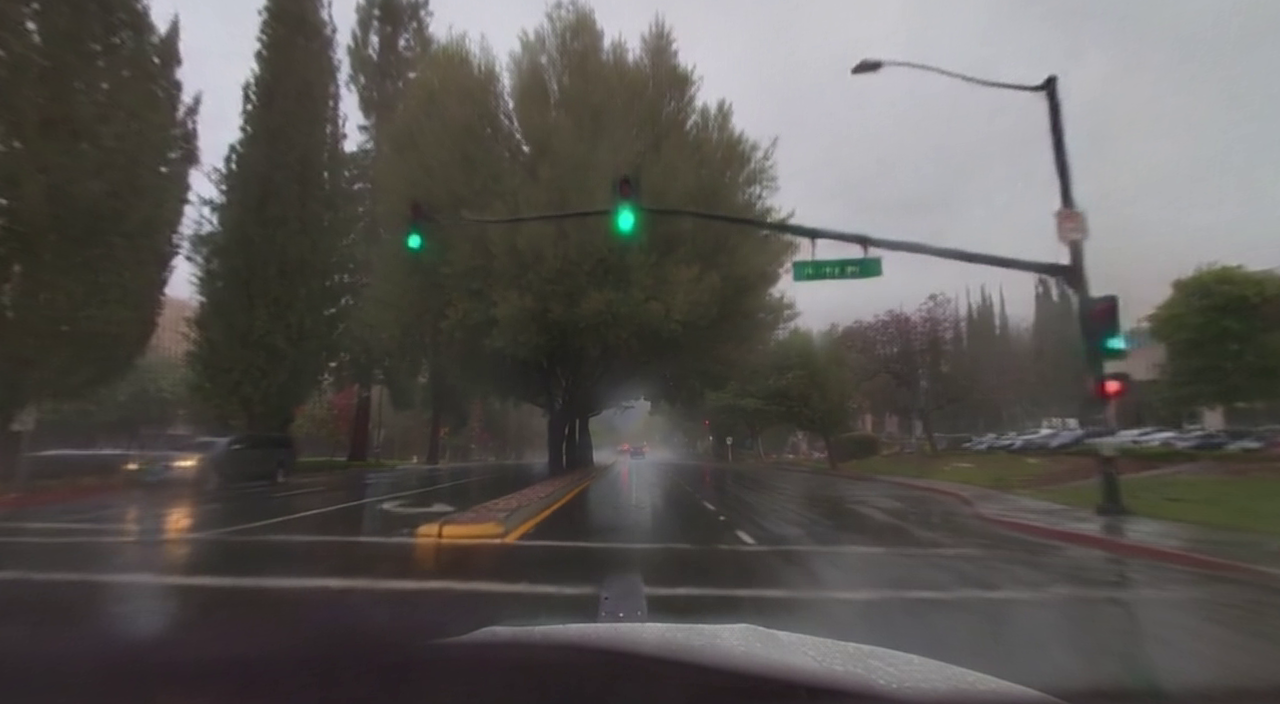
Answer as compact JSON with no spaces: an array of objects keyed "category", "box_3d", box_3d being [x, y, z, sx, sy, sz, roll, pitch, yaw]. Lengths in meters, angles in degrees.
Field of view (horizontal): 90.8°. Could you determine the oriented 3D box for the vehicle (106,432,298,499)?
[{"category":"vehicle","box_3d":[-15.243,3.979,22.635,2.403,2.039,5.887,-1,-9,3]}]
